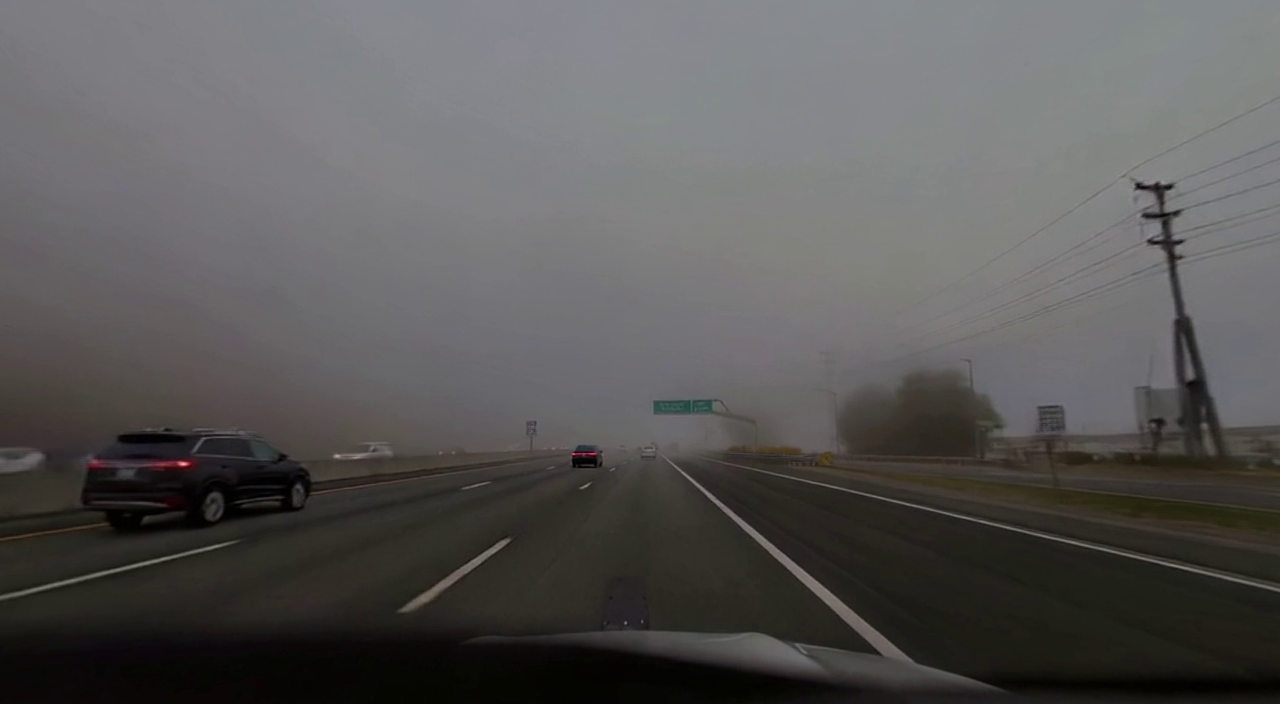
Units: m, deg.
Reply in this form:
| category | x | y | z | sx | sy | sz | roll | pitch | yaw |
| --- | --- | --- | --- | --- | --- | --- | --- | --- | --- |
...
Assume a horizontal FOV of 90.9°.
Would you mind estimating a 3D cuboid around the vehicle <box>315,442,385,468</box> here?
| category | x | y | z | sx | sy | sz | roll | pitch | yaw |
| --- | --- | --- | --- | --- | --- | --- | --- | --- | --- |
| vehicle | -18.312 | 6.505 | 40.049 | 2.120 | 1.532 | 4.534 | 0 | -9 | 2 |

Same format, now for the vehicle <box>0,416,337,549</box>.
| category | x | y | z | sx | sy | sz | roll | pitch | yaw |
| --- | --- | --- | --- | --- | --- | --- | --- | --- | --- |
| vehicle | -7.393 | 2.050 | 10.601 | 2.118 | 1.696 | 4.836 | 0 | -9 | 1 |

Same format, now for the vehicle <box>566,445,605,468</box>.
| category | x | y | z | sx | sy | sz | roll | pitch | yaw |
| --- | --- | --- | --- | --- | --- | --- | --- | --- | --- |
| vehicle | -3.454 | 6.755 | 40.881 | 2.048 | 1.368 | 4.613 | 0 | -9 | 1 |
